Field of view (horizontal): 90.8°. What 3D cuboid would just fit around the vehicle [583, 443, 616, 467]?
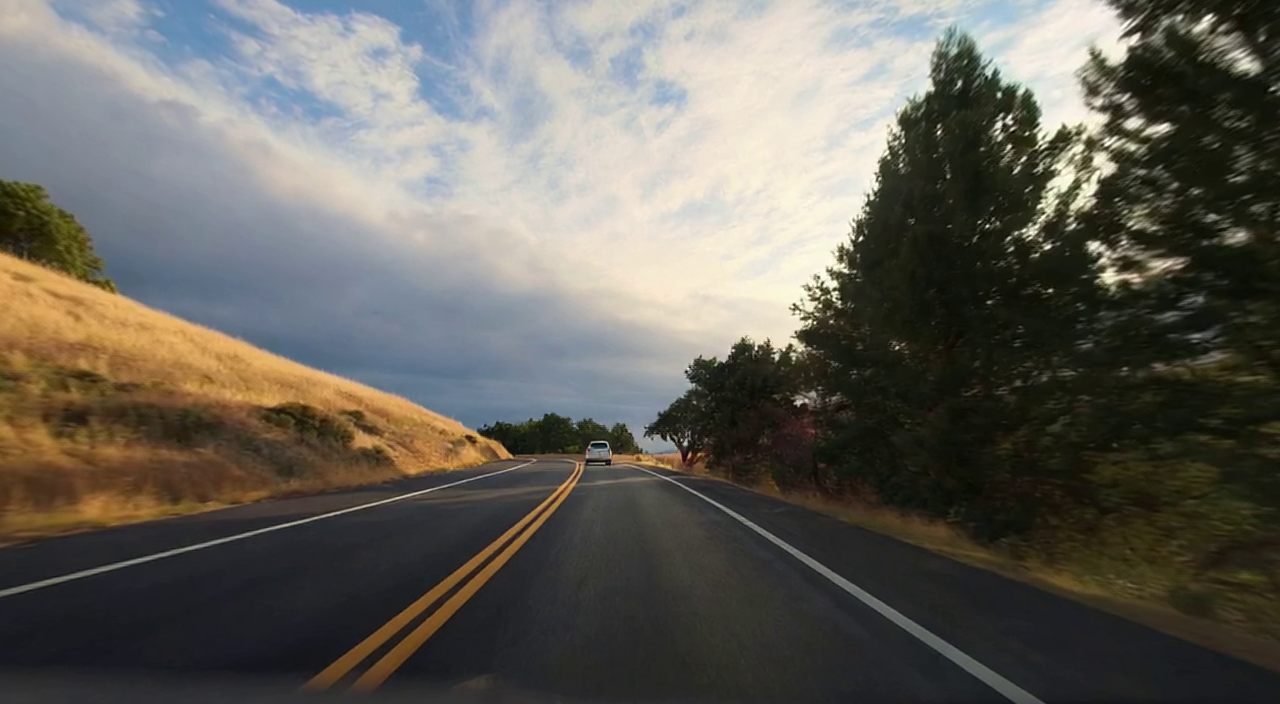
[{"bbox_3d":[-3.154,7.898,48.496,2.195,1.749,4.260,1,-9,-7],"label":"vehicle"}]
